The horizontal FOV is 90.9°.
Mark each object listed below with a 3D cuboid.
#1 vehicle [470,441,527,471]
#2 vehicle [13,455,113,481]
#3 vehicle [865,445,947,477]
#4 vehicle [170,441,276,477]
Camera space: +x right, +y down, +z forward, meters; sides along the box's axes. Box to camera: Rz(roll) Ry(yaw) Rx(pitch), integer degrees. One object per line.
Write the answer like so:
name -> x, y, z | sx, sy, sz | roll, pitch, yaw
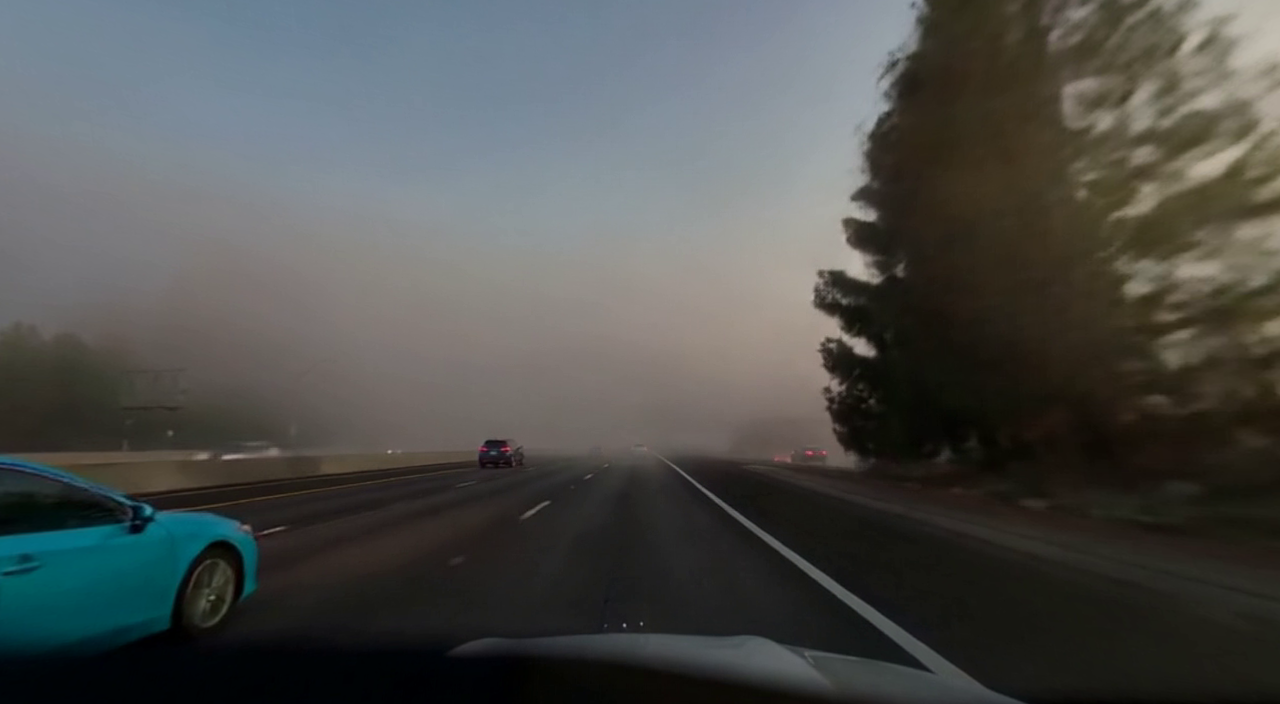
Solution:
vehicle -> -7.424, 5.486, 33.608 | 1.987, 1.486, 4.174 | 0, -8, 1
vehicle -> -37.193, 7.474, 40.822 | 1.815, 1.467, 4.660 | -1, -8, 5
vehicle -> 13.711, 5.621, 32.794 | 2.000, 1.515, 4.188 | 1, -8, -8
vehicle -> -20.837, 5.364, 31.827 | 2.012, 1.650, 4.810 | 0, -8, 1
